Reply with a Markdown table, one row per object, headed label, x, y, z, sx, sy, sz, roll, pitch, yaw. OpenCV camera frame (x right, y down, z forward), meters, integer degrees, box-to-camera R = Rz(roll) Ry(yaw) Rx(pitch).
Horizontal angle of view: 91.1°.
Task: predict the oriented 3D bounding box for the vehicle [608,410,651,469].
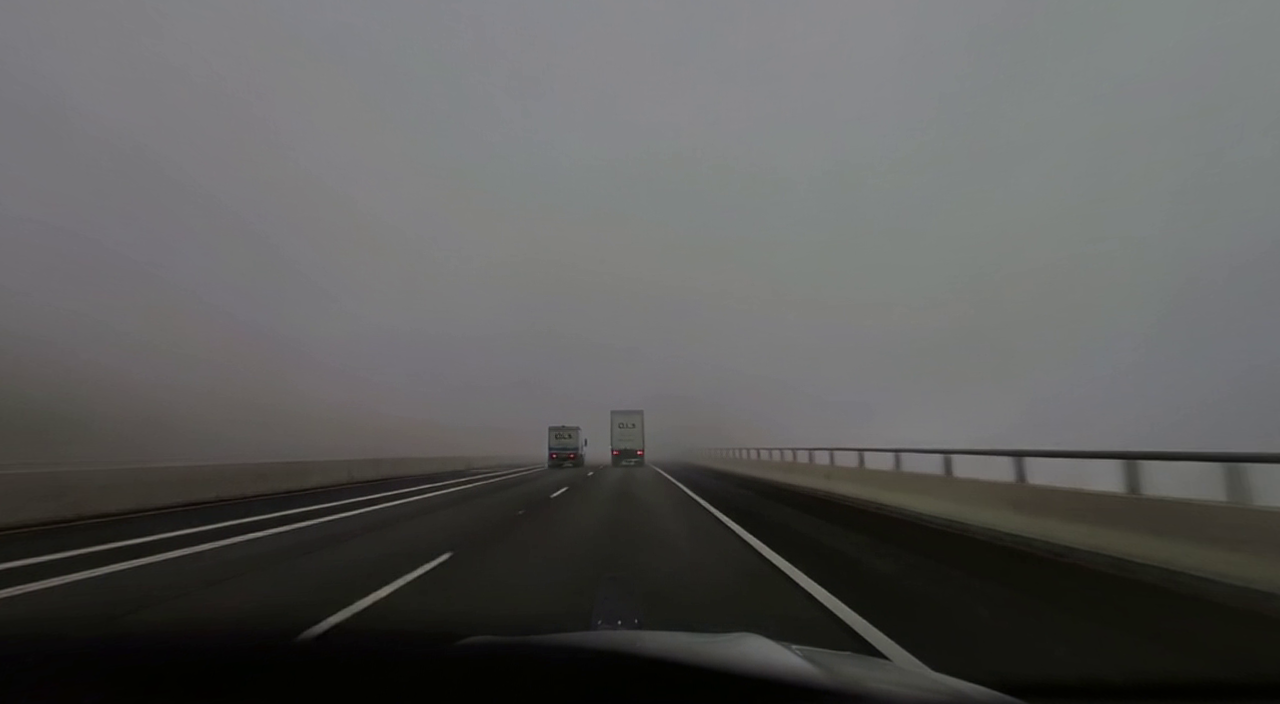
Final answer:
| label | x | y | z | sx | sy | sz | roll | pitch | yaw |
| --- | --- | --- | --- | --- | --- | --- | --- | --- | --- |
| vehicle | -0.830 | 6.774 | 48.201 | 2.923 | 4.007 | 9.760 | 0 | -9 | -1 |

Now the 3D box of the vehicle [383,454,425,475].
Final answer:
| label | x | y | z | sx | sy | sz | roll | pitch | yaw |
| --- | --- | --- | --- | --- | --- | --- | --- | --- | --- |
| vehicle | -18.147 | 8.655 | 48.550 | 1.756 | 1.446 | 3.768 | 0 | -9 | 0 |

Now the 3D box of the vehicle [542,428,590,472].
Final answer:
| label | x | y | z | sx | sy | sz | roll | pitch | yaw |
| --- | --- | --- | --- | --- | --- | --- | --- | --- | --- |
| vehicle | -4.812 | 6.473 | 41.642 | 2.529 | 2.697 | 5.935 | 0 | -9 | -1 |
